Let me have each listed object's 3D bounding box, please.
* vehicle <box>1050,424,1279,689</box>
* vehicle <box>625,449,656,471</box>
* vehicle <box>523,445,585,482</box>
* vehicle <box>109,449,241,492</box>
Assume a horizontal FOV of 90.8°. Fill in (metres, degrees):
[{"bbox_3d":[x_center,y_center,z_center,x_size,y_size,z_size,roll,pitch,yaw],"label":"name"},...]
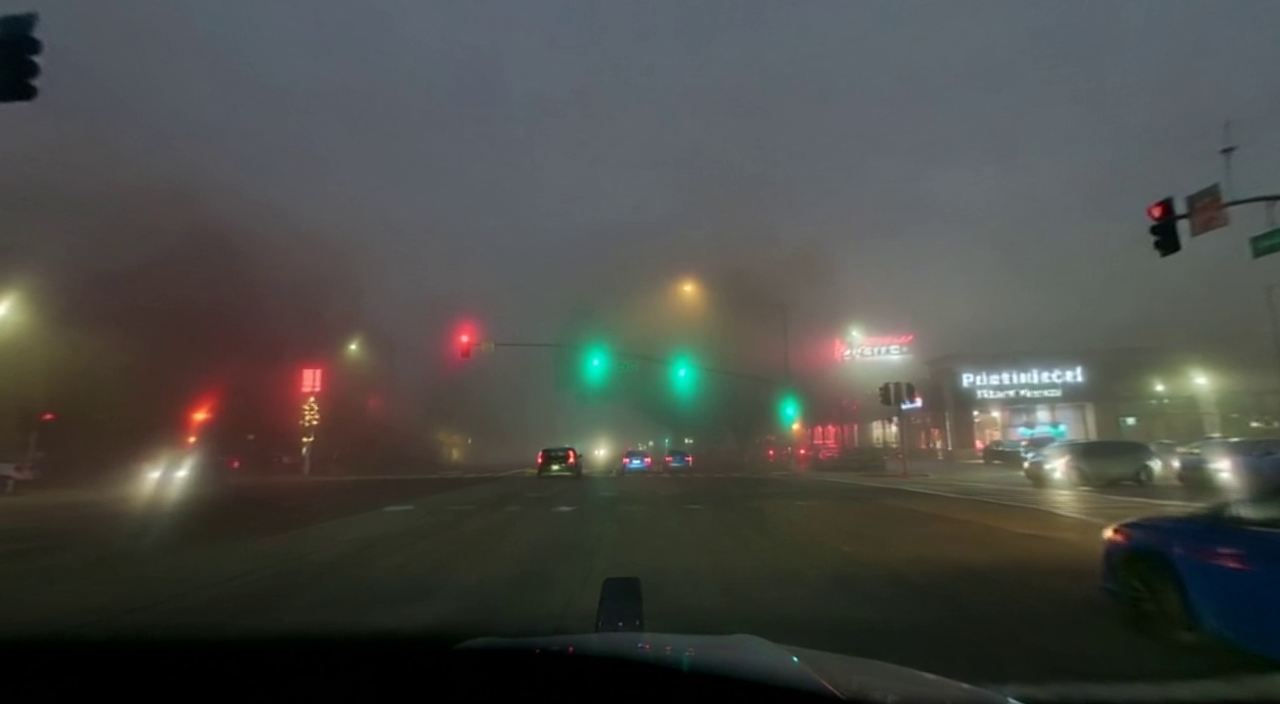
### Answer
[{"bbox_3d":[4.644,1.094,3.168,2.119,1.479,4.910,-1,-9,4],"label":"vehicle"},{"bbox_3d":[0.001,7.547,44.445,2.072,1.473,4.139,0,-9,-1],"label":"vehicle"},{"bbox_3d":[-3.885,5.116,29.311,2.035,1.564,4.702,-1,-9,2],"label":"vehicle"},{"bbox_3d":[-21.828,5.534,30.073,2.066,1.835,5.580,0,-9,0],"label":"vehicle"}]
